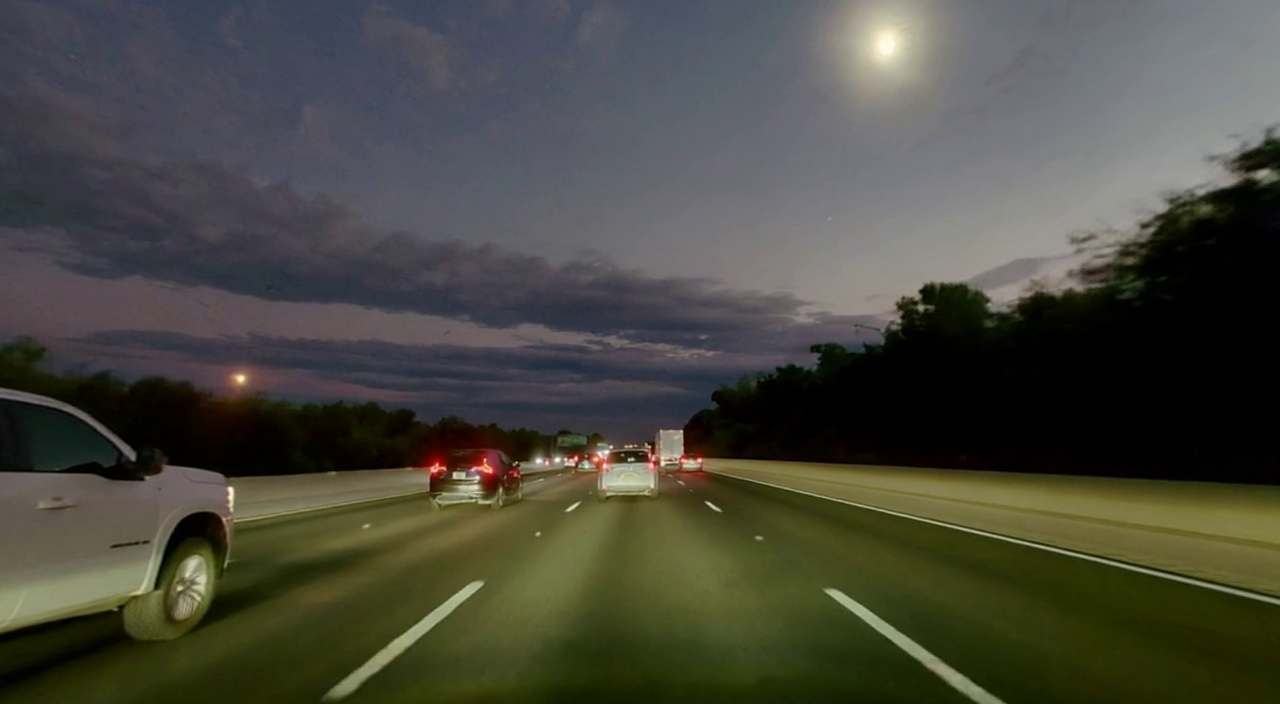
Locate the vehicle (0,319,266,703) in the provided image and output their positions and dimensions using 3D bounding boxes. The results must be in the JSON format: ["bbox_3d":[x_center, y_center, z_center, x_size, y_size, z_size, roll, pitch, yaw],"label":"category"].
[{"bbox_3d":[-3.949,0.712,2.149,2.243,1.889,4.949,0,-9,1],"label":"vehicle"}]

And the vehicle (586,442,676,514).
[{"bbox_3d":[-0.201,3.065,15.736,1.996,1.574,3.426,0,-9,0],"label":"vehicle"}]

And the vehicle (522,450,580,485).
[{"bbox_3d":[-4.012,5.279,29.140,1.999,1.484,4.269,0,-9,1],"label":"vehicle"}]

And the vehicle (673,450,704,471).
[{"bbox_3d":[3.578,8.077,47.153,1.858,1.537,3.838,0,-9,-2],"label":"vehicle"}]

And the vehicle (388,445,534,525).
[{"bbox_3d":[-3.774,2.884,14.276,1.988,1.501,4.438,0,-9,0],"label":"vehicle"}]
